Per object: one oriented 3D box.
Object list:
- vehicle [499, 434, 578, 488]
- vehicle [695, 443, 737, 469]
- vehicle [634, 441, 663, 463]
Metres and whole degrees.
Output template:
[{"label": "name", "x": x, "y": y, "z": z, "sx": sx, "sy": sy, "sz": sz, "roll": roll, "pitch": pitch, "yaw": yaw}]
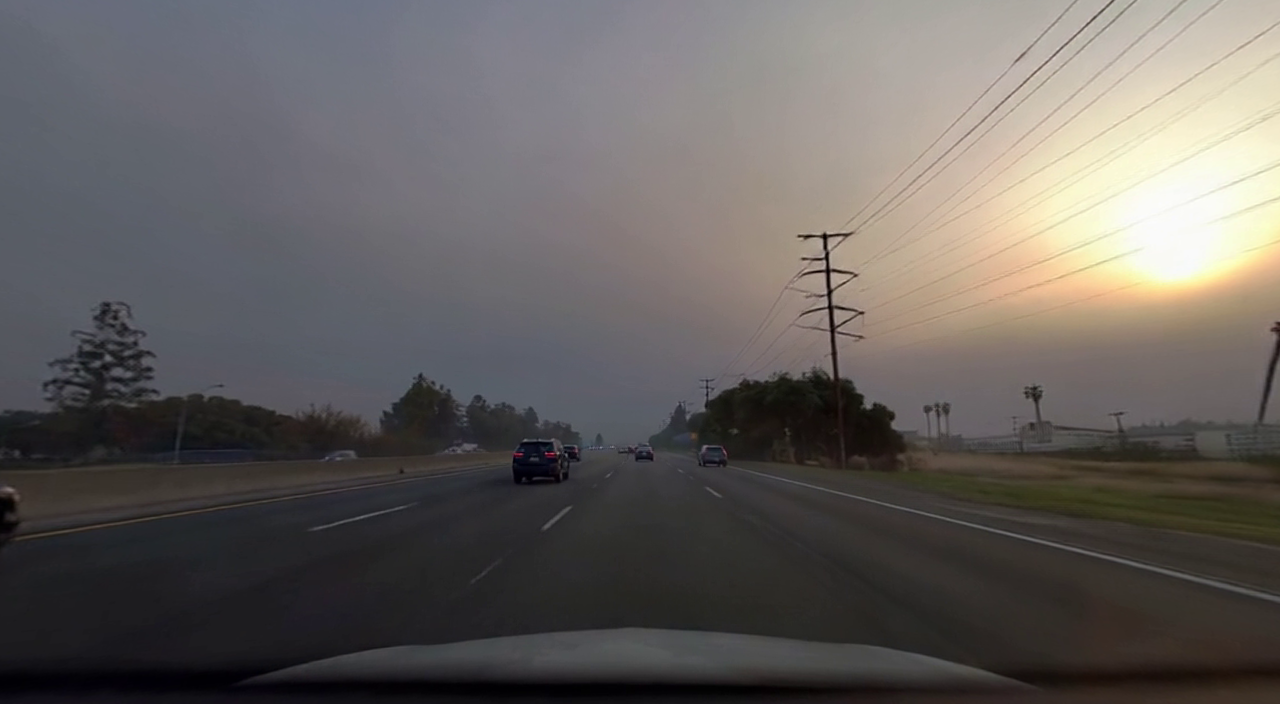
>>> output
[{"label": "vehicle", "x": -3.401, "y": 3.738, "z": 21.936, "sx": 1.961, "sy": 1.704, "sz": 4.052, "roll": 0, "pitch": -8, "yaw": 1}, {"label": "vehicle", "x": 4.465, "y": 6.171, "z": 37.647, "sx": 1.964, "sy": 1.479, "sz": 4.252, "roll": 0, "pitch": -8, "yaw": -1}, {"label": "vehicle", "x": 0.652, "y": 7.896, "z": 49.798, "sx": 2.156, "sy": 1.647, "sz": 3.987, "roll": 0, "pitch": -8, "yaw": 0}]
